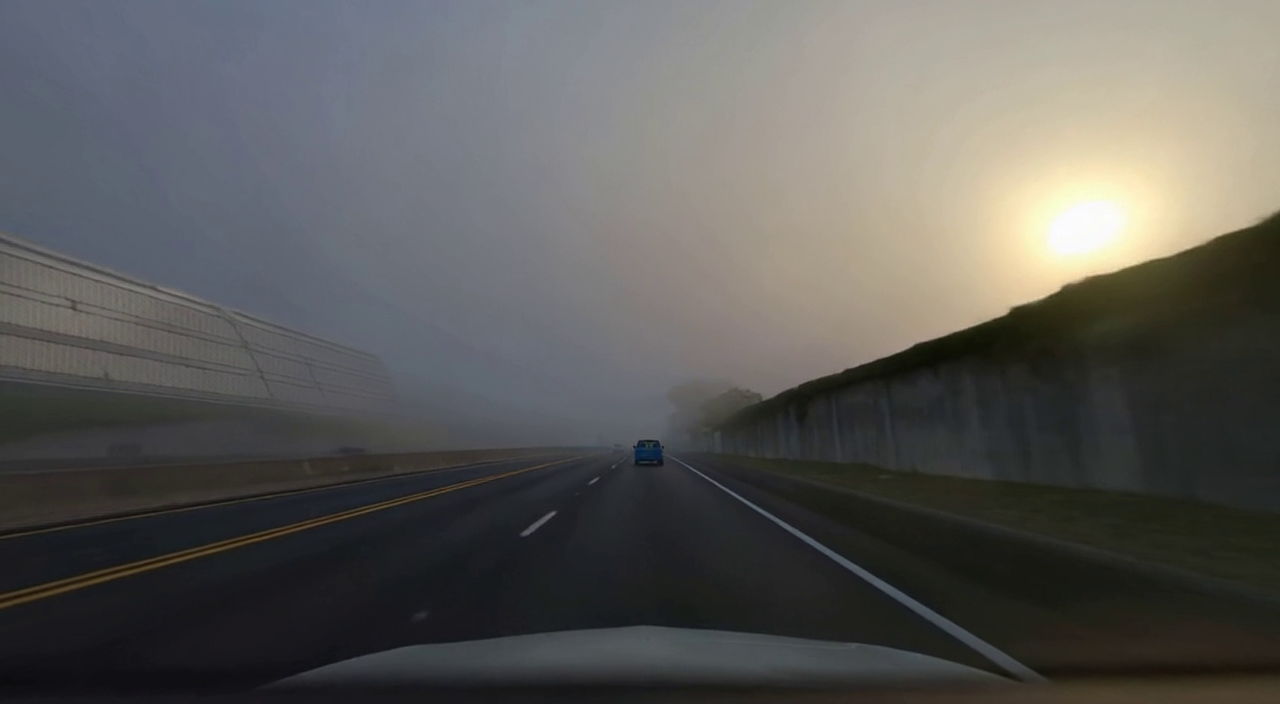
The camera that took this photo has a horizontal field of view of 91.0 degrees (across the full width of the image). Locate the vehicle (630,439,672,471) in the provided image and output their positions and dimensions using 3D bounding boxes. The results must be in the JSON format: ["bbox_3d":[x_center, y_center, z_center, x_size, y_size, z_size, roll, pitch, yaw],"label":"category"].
[{"bbox_3d":[0.503,5.091,31.286,1.997,1.484,3.409,0,-8,0],"label":"vehicle"}]
